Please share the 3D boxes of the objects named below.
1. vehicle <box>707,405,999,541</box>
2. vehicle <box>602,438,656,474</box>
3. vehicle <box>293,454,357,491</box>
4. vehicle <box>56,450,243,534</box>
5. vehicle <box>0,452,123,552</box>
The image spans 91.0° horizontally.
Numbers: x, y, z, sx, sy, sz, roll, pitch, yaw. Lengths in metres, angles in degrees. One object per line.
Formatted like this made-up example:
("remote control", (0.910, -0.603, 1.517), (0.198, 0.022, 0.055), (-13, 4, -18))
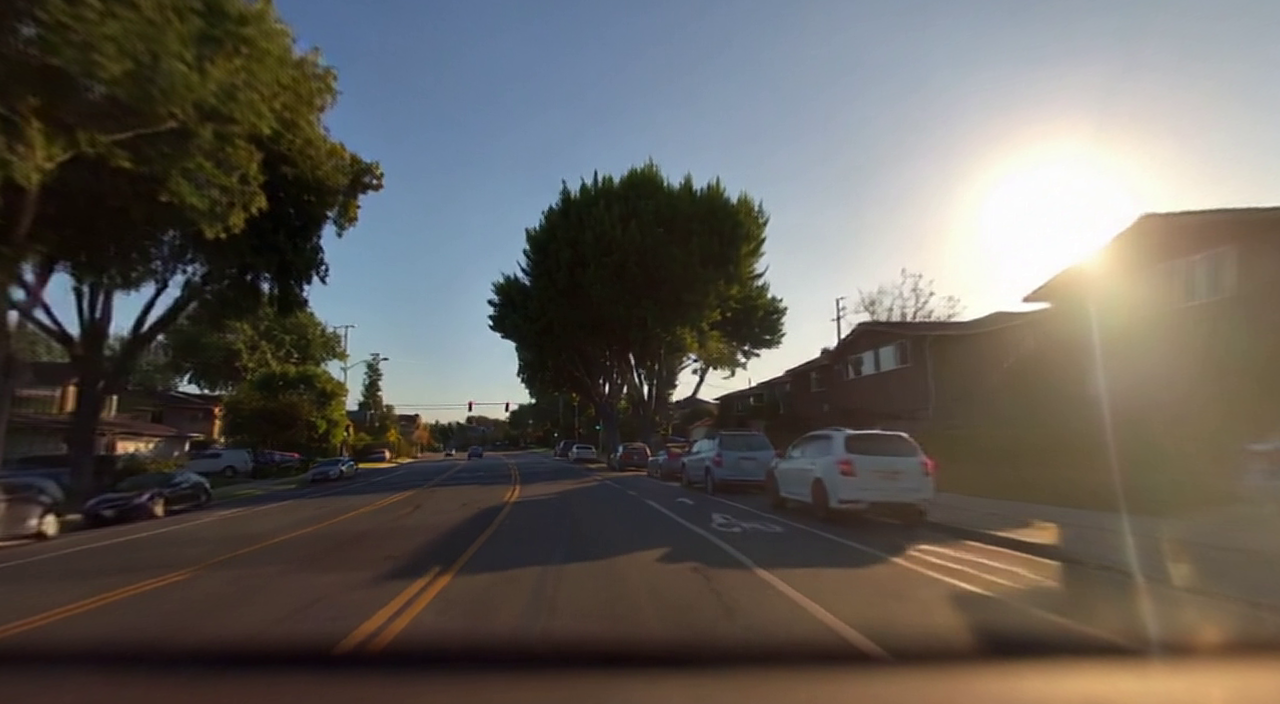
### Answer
("vehicle", (3.518, 2.301, 12.687), (2.723, 1.785, 7.174), (4, -9, -6))
("vehicle", (-0.742, 5.866, 35.998), (2.348, 1.804, 5.207), (4, -8, -8))
("vehicle", (-16.532, 6.293, 33.257), (1.932, 1.468, 4.305), (-6, -7, -12))
("vehicle", (-13.225, 3.712, 17.348), (2.159, 1.677, 4.112), (-7, -8, -6))
("vehicle", (-12.209, 2.837, 11.487), (1.992, 1.677, 4.499), (-7, -7, -4))
